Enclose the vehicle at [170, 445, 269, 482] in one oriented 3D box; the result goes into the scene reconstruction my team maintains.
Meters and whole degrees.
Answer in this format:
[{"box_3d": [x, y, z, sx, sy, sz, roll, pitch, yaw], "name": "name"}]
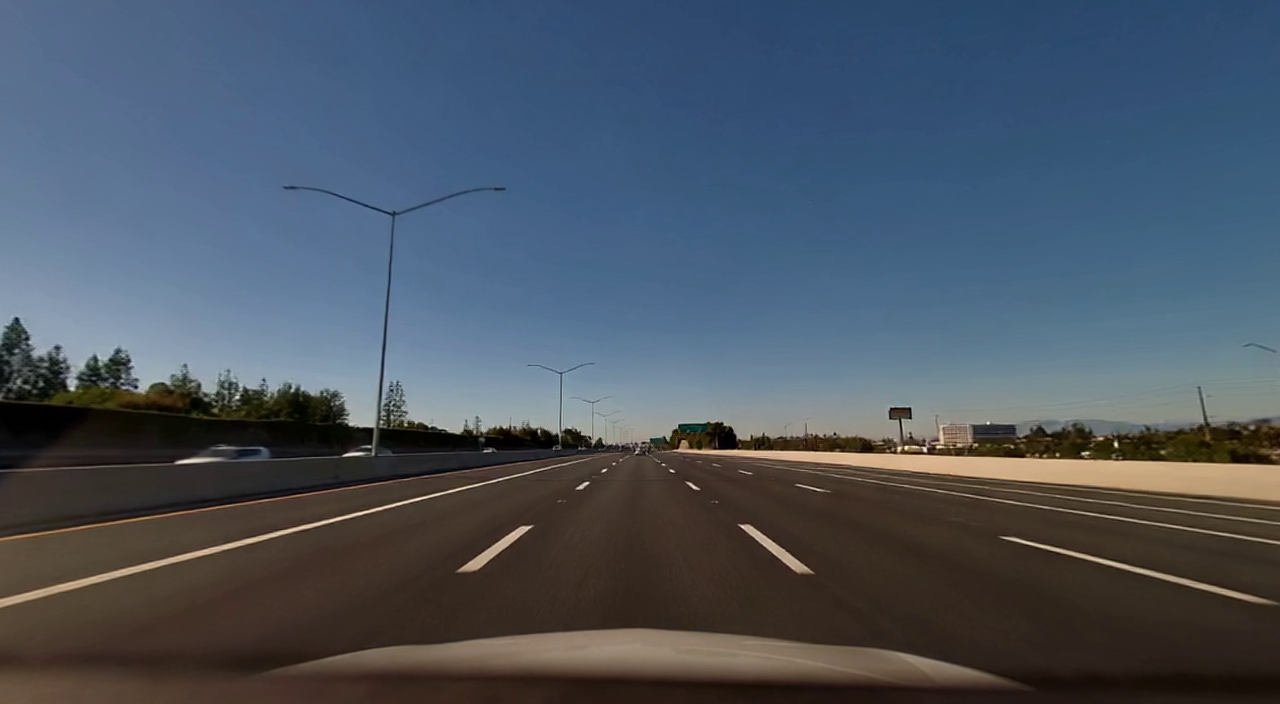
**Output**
[{"box_3d": [-17.771, 4.711, 26.843, 1.644, 1.462, 3.713, 0, -9, 0], "name": "vehicle"}]
